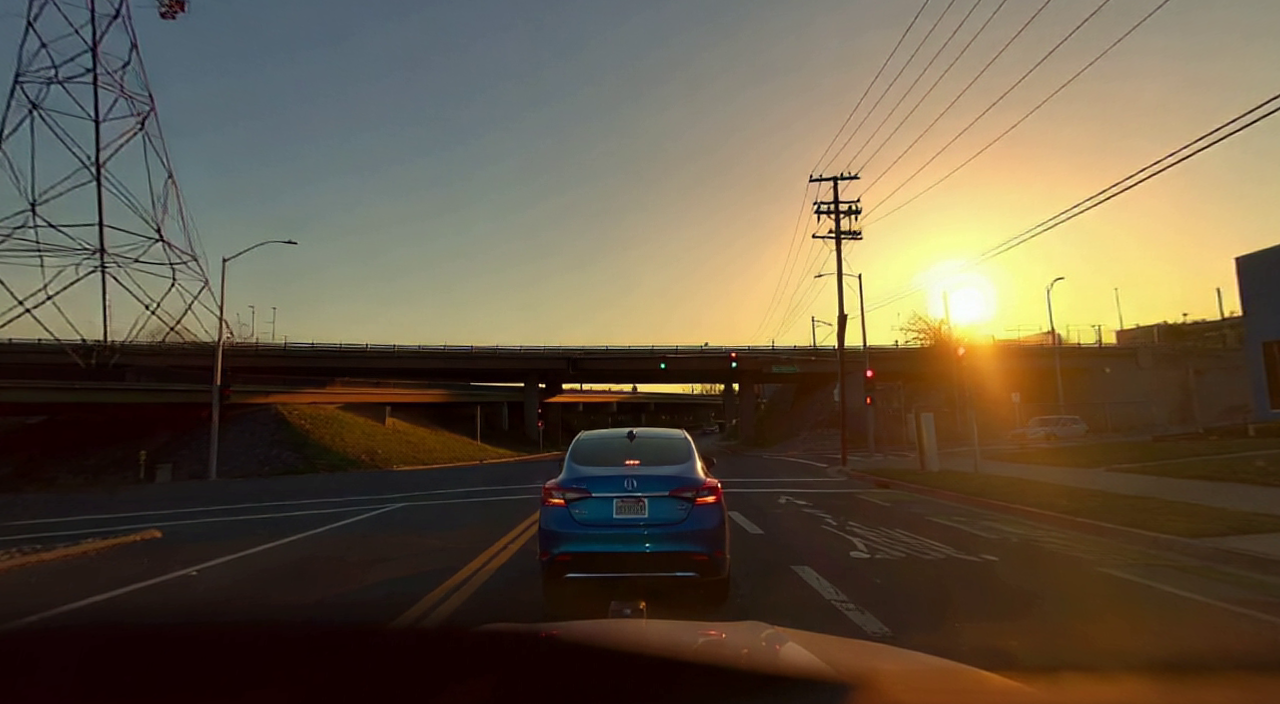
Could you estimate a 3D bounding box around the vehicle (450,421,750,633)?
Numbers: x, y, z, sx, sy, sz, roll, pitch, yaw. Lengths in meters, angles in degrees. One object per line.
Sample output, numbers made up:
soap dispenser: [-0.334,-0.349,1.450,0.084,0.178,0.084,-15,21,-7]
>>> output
vehicle: [-0.242,1.531,6.473,2.090,1.458,4.033,-1,-9,1]
